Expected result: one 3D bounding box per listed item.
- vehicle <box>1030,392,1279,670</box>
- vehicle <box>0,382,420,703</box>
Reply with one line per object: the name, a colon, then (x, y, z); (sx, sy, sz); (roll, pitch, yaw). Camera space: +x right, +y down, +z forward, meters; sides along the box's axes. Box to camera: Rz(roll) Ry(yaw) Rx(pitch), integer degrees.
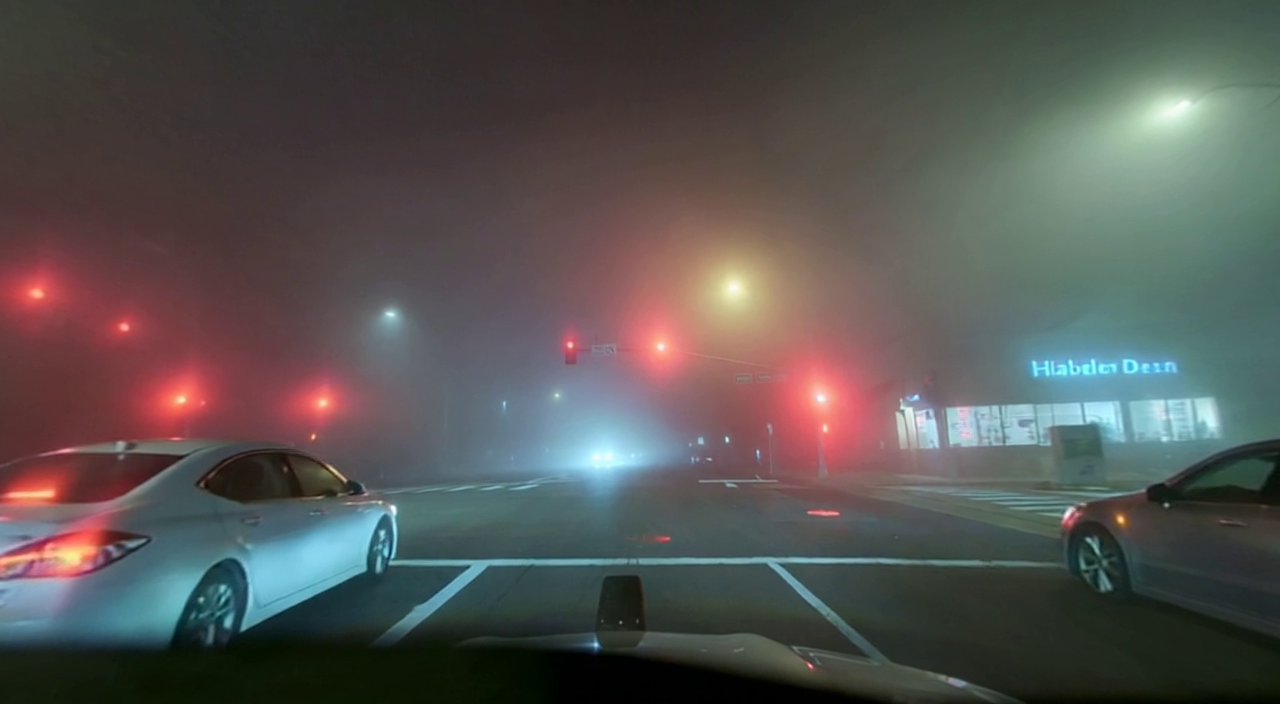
vehicle: (4.873, 1.095, 3.897); (2.039, 1.655, 4.495); (0, -9, 1)
vehicle: (-3.475, 1.259, 4.842); (1.947, 1.627, 4.248); (0, -9, 1)
